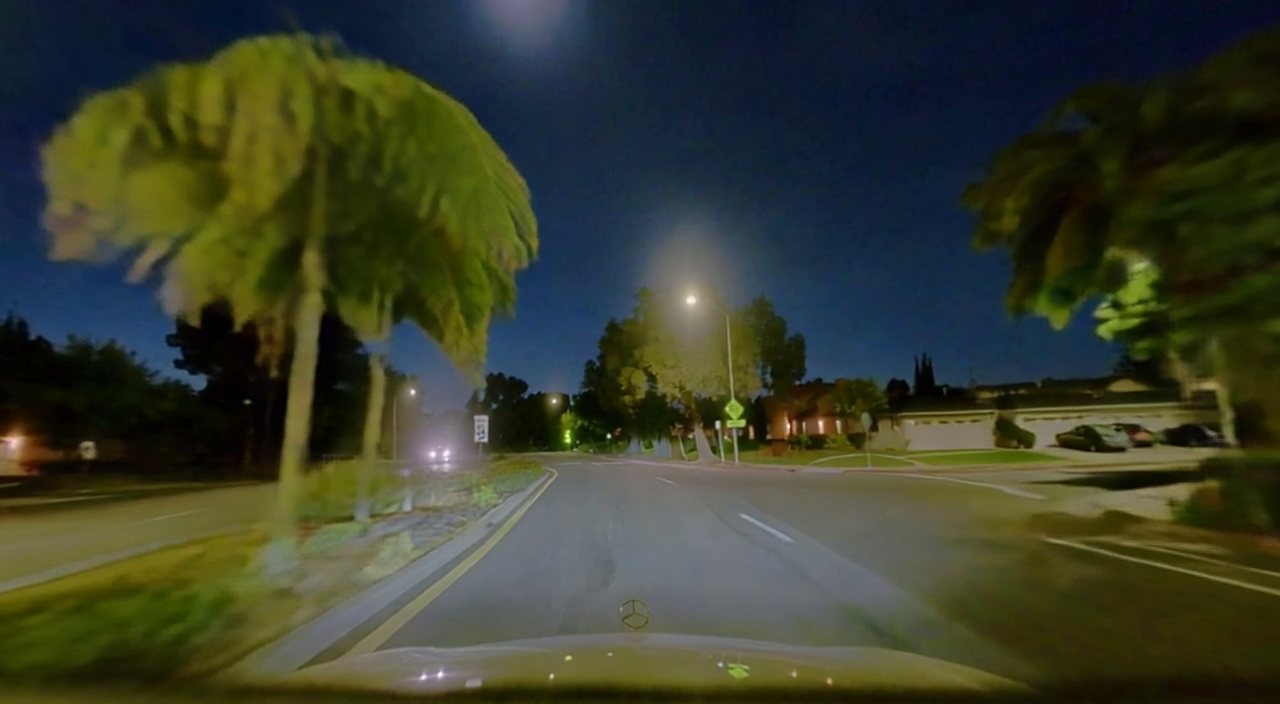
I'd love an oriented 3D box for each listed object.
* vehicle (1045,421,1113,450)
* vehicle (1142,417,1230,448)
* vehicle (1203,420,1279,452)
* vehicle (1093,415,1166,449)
[{"bbox_3d":[24.643,4.684,35.516,1.702,1.536,3.896,-1,-7,12],"label":"vehicle"},{"bbox_3d":[30.636,4.557,35.484,1.798,1.621,3.735,-1,-9,6],"label":"vehicle"},{"bbox_3d":[33.376,4.599,34.455,1.854,1.512,4.082,-6,-10,11],"label":"vehicle"},{"bbox_3d":[26.899,4.412,34.826,1.994,1.714,4.222,-2,-7,21],"label":"vehicle"}]
